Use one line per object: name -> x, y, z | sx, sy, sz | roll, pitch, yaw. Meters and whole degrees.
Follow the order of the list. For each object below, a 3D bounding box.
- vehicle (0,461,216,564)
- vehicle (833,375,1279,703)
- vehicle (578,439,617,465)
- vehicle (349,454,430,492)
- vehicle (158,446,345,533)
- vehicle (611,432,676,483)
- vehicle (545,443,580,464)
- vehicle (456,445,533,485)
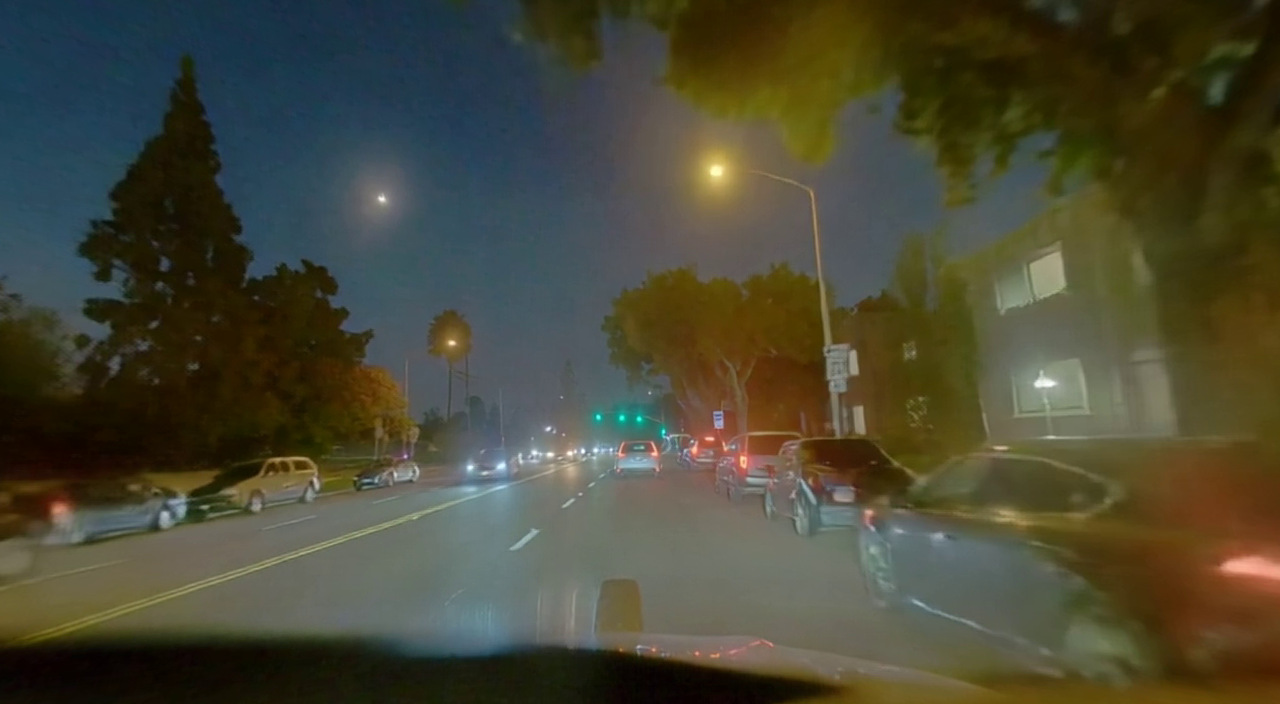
vehicle -> -11.976, 3.340, 13.530 | 2.076, 1.600, 5.382 | -8, -8, 0
vehicle -> 2.658, 1.008, 2.936 | 2.030, 1.505, 4.626 | 0, -8, 0
vehicle -> -2.618, 6.311, 40.065 | 2.117, 1.528, 4.277 | 0, -8, 1
vehicle -> -12.039, 5.797, 30.675 | 2.070, 1.610, 4.356 | 0, -8, 1
vehicle -> -11.885, 4.139, 19.992 | 2.264, 2.010, 5.742 | -4, -7, 1
vehicle -> 0.111, 3.634, 21.971 | 2.041, 1.575, 4.304 | 0, -8, 0
vehicle -> -5.785, 7.631, 47.657 | 1.981, 1.498, 4.701 | 0, -8, 2
vehicle -> -5.834, 4.569, 26.041 | 1.987, 1.478, 4.693 | 0, -8, 1
